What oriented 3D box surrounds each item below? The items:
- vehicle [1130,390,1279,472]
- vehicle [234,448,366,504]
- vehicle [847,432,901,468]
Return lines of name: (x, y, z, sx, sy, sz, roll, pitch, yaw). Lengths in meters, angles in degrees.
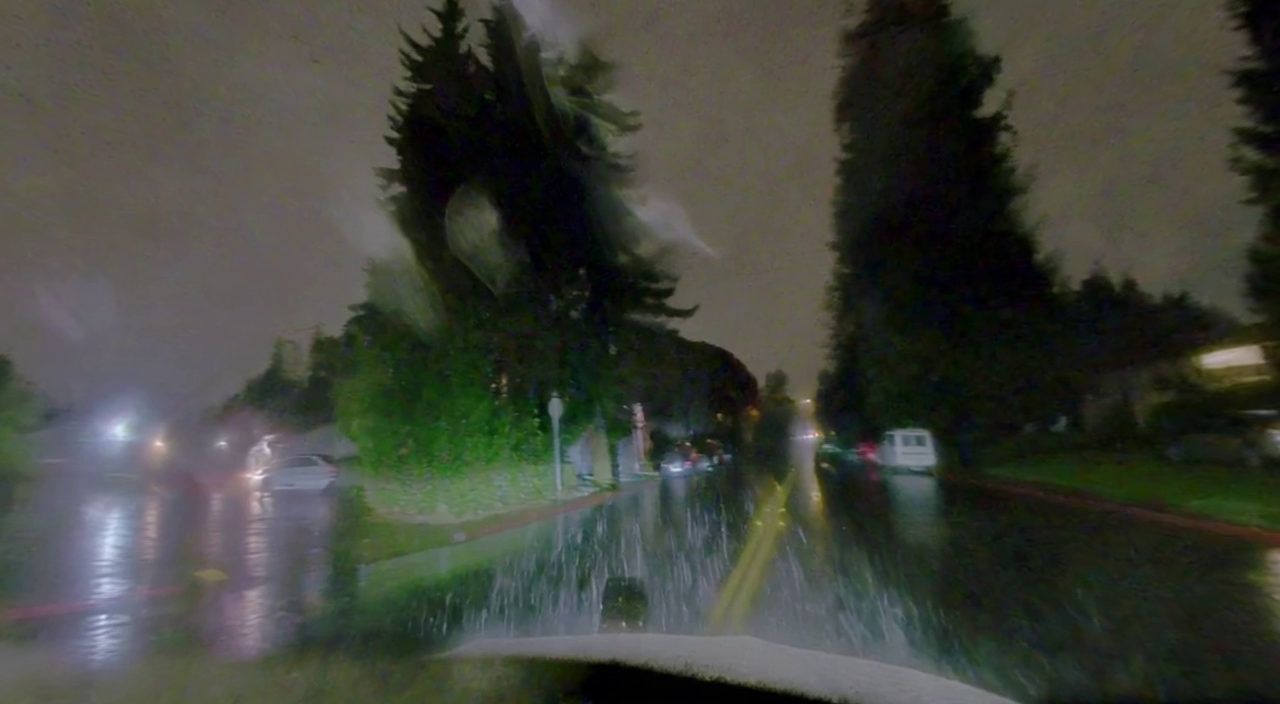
vehicle: (16.032, 2.256, 17.506, 2.445, 1.935, 5.238, -4, -9, 24)
vehicle: (-12.045, 4.529, 22.563, 1.919, 1.447, 3.896, -9, -18, 14)
vehicle: (12.278, 5.166, 33.224, 2.085, 1.792, 4.176, -2, -9, 13)
